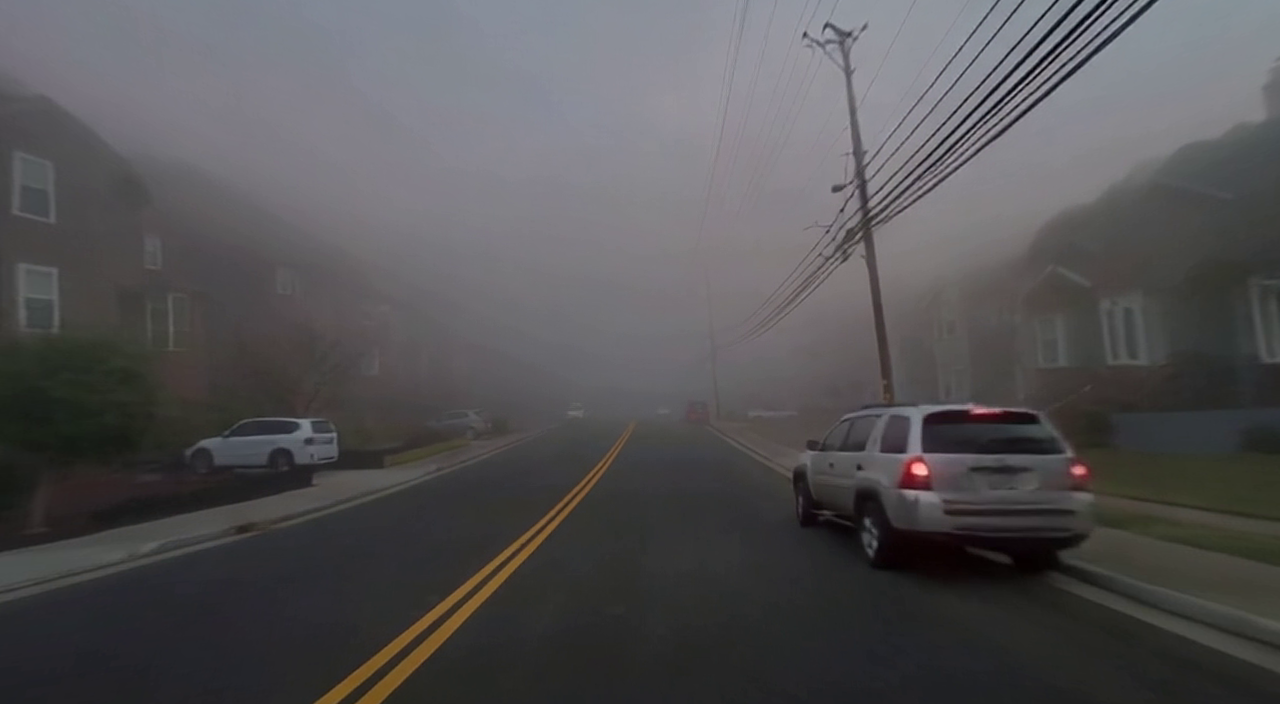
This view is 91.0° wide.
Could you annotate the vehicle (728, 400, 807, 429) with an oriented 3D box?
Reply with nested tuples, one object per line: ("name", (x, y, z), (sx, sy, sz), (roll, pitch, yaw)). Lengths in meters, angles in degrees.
("vehicle", (8.375, 4.175, 41.817), (4.893, 1.642, 1.874), (-2, -9, 5))

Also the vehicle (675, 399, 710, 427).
("vehicle", (3.874, 4.567, 47.391), (2.277, 1.917, 5.495), (0, -5, 1))

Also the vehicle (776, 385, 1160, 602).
("vehicle", (3.342, 1.487, 7.869), (2.211, 1.860, 4.813), (0, -7, 0))

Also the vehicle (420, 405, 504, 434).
("vehicle", (-10.927, 4.184, 38.832), (4.484, 1.538, 1.901), (3, -7, 4))

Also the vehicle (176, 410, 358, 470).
("vehicle", (-11.785, 2.810, 20.119), (4.525, 1.797, 2.024), (-1, -8, 4))
